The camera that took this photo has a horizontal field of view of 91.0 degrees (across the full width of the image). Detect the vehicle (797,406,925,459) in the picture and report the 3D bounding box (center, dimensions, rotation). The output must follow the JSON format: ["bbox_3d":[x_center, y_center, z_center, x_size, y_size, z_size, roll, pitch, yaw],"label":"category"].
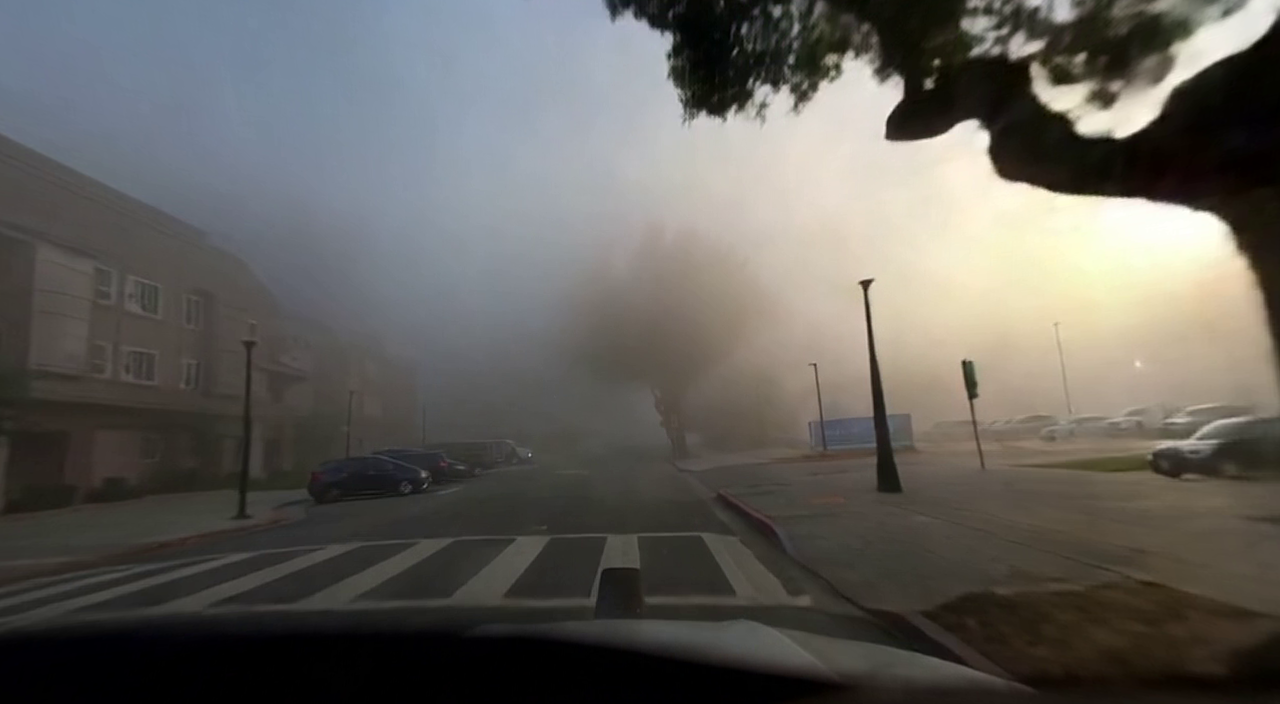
[{"bbox_3d":[10.958,4.006,31.522,5.453,1.794,2.011,-8,-6,-2],"label":"vehicle"}]

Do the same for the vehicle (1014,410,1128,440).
[{"bbox_3d":[23.166,3.971,33.953,4.746,1.536,1.914,0,-8,0],"label":"vehicle"}]

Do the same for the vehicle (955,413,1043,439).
[{"bbox_3d":[23.673,4.892,41.613,4.521,1.634,1.996,0,-8,0],"label":"vehicle"}]

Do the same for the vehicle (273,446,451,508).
[{"bbox_3d":[-8.676,3.903,19.955,1.879,1.543,4.778,-12,-13,43],"label":"vehicle"}]

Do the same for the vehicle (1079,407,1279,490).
[{"bbox_3d":[11.780,1.996,13.150,1.950,1.429,4.589,0,-8,1],"label":"vehicle"}]
